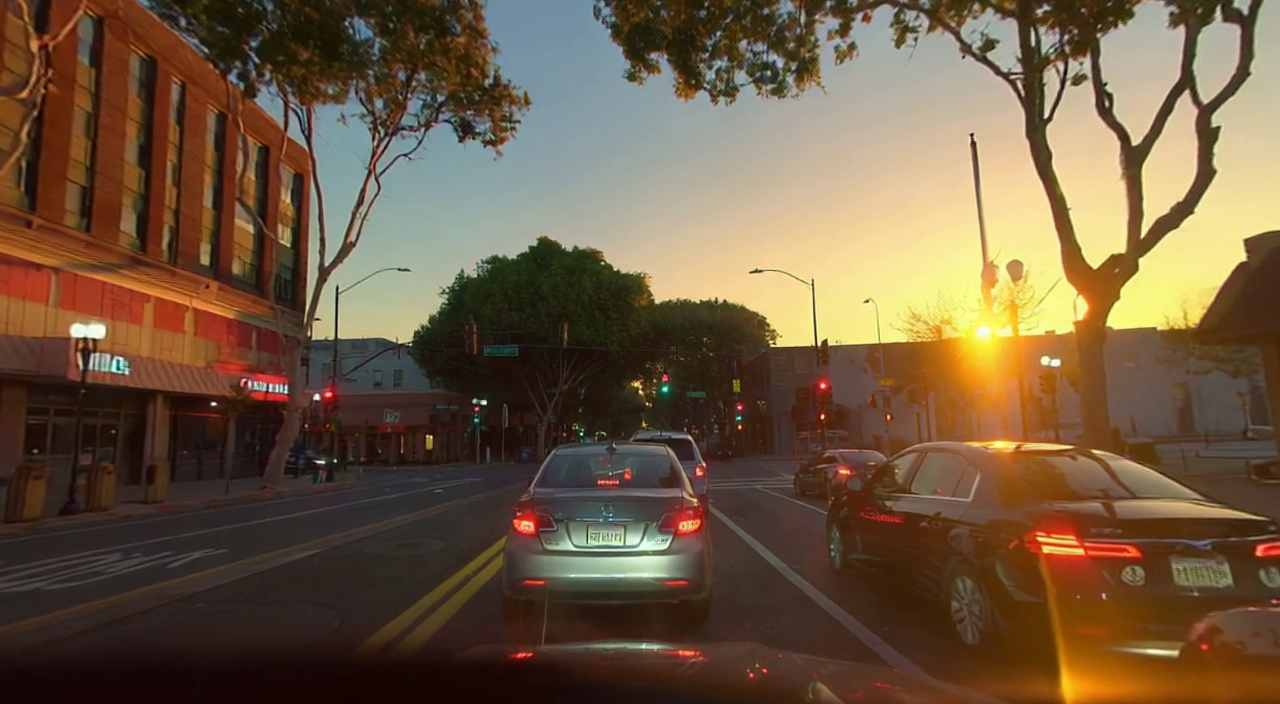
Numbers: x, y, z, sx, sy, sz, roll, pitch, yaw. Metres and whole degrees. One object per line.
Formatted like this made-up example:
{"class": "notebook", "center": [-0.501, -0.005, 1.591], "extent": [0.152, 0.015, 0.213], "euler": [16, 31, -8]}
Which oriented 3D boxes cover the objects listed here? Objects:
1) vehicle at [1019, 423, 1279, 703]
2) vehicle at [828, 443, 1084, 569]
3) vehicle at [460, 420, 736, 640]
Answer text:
{"class": "vehicle", "center": [3.178, 0.830, 1.106], "extent": [2.006, 1.496, 4.767], "euler": [0, -9, -1]}
{"class": "vehicle", "center": [4.537, 2.214, 10.042], "extent": [1.912, 1.505, 4.618], "euler": [-1, -8, 4]}
{"class": "vehicle", "center": [-0.283, 1.495, 6.238], "extent": [1.888, 1.489, 3.703], "euler": [0, -8, 0]}
